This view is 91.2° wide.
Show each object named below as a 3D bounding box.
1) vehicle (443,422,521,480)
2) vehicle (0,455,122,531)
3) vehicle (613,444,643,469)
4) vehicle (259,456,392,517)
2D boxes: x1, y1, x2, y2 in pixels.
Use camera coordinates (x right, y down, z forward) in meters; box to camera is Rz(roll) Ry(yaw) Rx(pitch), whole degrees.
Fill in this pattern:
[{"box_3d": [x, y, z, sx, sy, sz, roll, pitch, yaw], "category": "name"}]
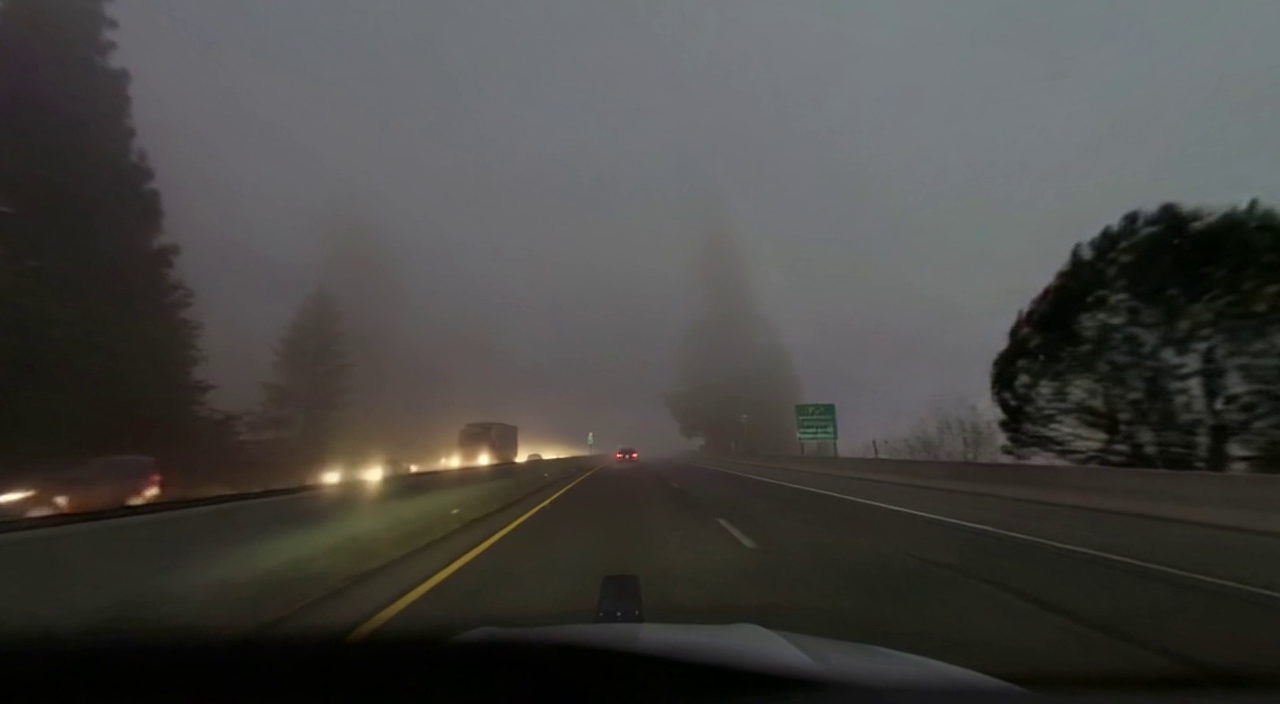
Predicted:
[{"box_3d": [-9.683, 6.187, 39.350, 2.789, 3.216, 7.867, 0, -9, 0], "category": "vehicle"}, {"box_3d": [-14.303, 3.165, 14.315, 1.808, 1.545, 3.611, 0, -9, -1], "category": "vehicle"}, {"box_3d": [-0.869, 7.607, 45.862, 2.098, 1.692, 4.038, 0, -9, -1], "category": "vehicle"}, {"box_3d": [-8.887, 3.790, 18.131, 1.852, 1.487, 3.890, 0, -9, -1], "category": "vehicle"}]
